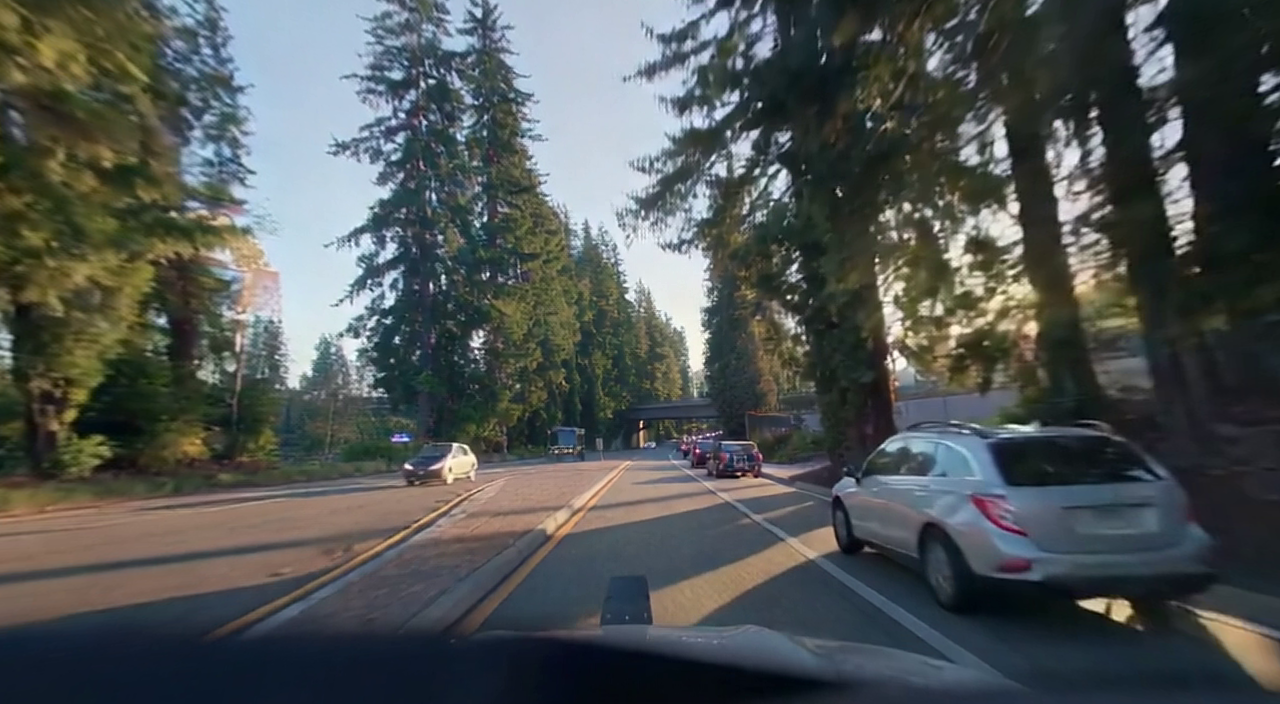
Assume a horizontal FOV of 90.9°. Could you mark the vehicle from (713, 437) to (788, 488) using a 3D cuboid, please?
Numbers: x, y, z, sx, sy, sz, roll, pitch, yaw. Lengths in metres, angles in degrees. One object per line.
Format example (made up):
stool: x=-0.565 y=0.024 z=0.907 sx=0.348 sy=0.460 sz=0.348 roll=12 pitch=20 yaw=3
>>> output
vehicle: x=4.003 y=4.076 z=23.593 sx=1.972 sy=1.682 sz=4.397 roll=-1 pitch=-9 yaw=0

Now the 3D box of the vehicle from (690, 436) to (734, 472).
vehicle: x=4.014 y=5.792 z=35.849 sx=1.985 sy=1.895 sz=4.496 roll=-1 pitch=-9 yaw=1

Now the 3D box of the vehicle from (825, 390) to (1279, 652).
vehicle: x=3.450 y=1.437 z=6.343 sx=1.868 sy=1.694 sz=4.184 roll=-1 pitch=-9 yaw=0

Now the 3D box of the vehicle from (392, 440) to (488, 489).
vehicle: x=-6.793 y=3.849 z=21.841 sx=1.846 sy=1.498 sz=3.886 roll=-2 pitch=-9 yaw=4

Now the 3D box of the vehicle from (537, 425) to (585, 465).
vehicle: x=-5.429 y=6.539 z=44.162 sx=2.273 sy=2.556 sz=5.337 roll=-2 pitch=-9 yaw=4
